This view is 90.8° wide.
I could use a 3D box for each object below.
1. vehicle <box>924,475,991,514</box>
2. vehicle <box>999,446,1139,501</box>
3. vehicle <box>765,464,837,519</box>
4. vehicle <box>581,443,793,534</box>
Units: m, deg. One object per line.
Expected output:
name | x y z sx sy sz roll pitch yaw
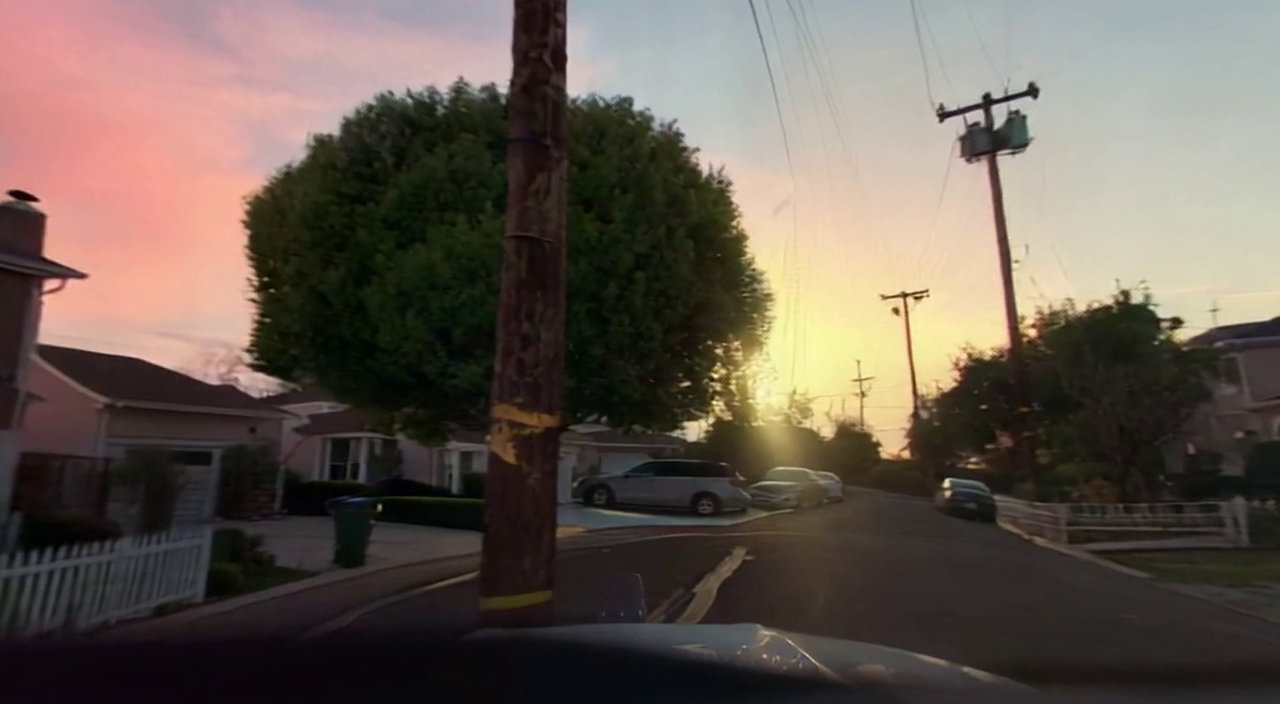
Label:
vehicle | 16.924 7.607 33.696 3.005 1.535 4.025 -2 -17 27
vehicle | 17.303 4.878 25.734 4.249 1.905 1.904 -3 -5 19
vehicle | 5.889 4.899 22.697 2.081 1.589 4.691 -3 -9 18
vehicle | 1.223 3.211 15.383 4.537 1.595 2.471 1 -9 21
